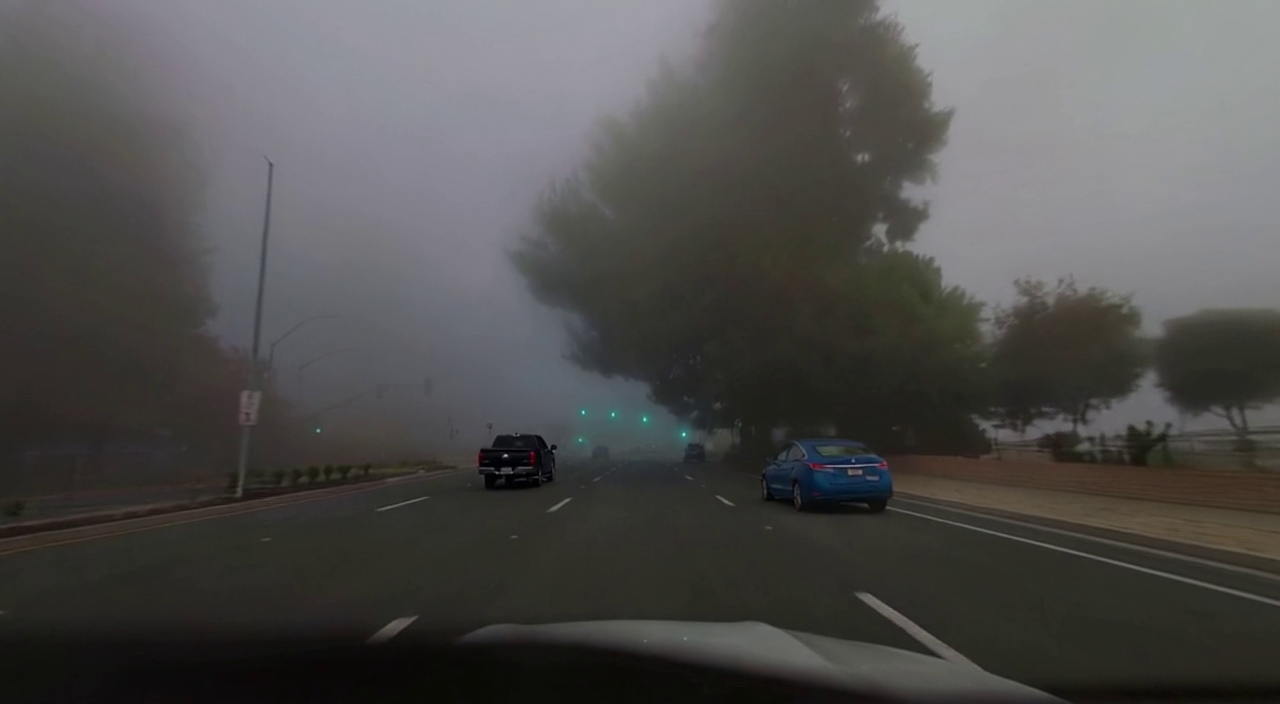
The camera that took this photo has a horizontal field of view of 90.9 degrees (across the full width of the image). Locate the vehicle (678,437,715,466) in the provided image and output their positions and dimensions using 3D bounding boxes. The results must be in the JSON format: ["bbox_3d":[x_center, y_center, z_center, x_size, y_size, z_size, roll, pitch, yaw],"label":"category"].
[{"bbox_3d":[4.140,7.361,46.817,2.321,1.957,5.037,0,-8,1],"label":"vehicle"}]

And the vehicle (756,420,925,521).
[{"bbox_3d":[3.890,2.386,13.177,2.016,1.736,4.356,0,-8,-1],"label":"vehicle"}]

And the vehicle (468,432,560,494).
[{"bbox_3d":[-3.920,3.532,20.494,2.002,1.747,4.728,0,-8,0],"label":"vehicle"}]
